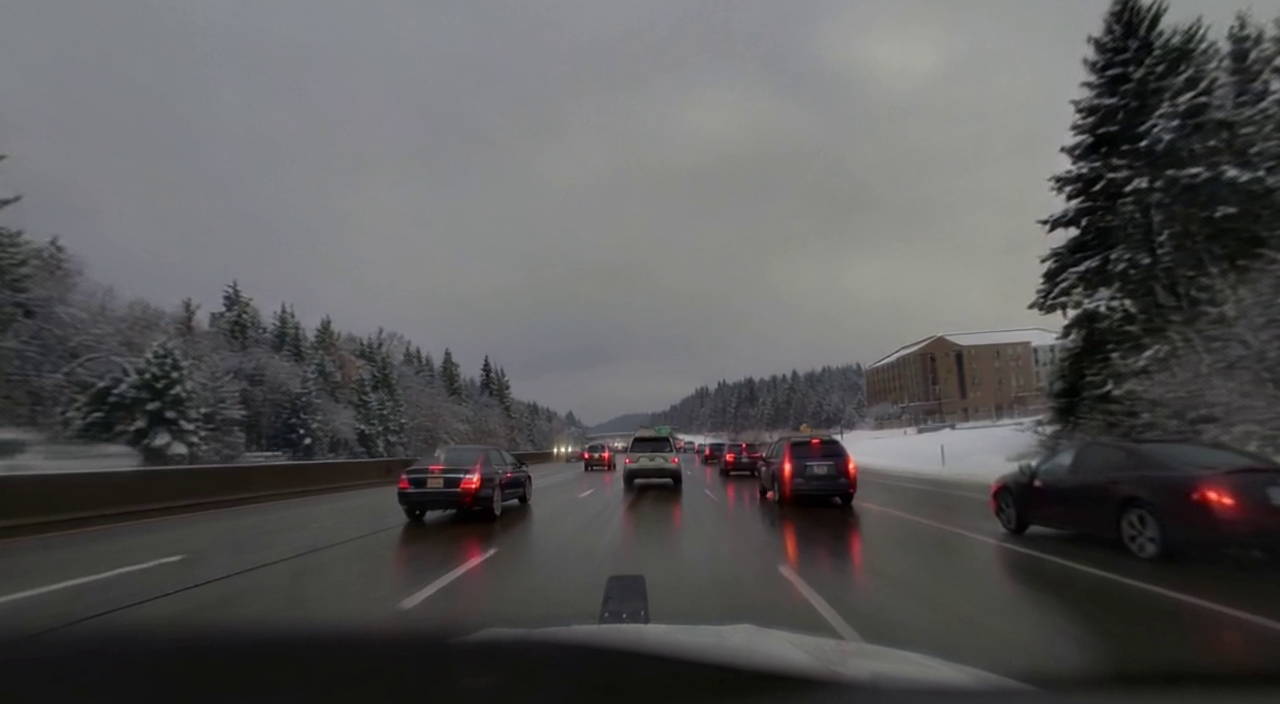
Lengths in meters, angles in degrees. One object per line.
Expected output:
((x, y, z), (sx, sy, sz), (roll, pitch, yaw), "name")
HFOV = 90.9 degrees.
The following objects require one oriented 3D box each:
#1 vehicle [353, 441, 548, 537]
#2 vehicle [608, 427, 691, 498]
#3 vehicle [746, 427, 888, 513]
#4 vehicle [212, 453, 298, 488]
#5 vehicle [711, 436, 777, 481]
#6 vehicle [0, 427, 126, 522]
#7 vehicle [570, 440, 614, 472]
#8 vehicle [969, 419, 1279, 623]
((-3.279, 2.466, 12.183), (1.965, 1.443, 4.968), (-1, -8, 4), "vehicle")
((0.331, 3.218, 18.728), (2.153, 1.805, 4.631), (-1, -8, 2), "vehicle")
((3.930, 2.699, 14.955), (2.156, 1.701, 4.494), (-1, -8, 2), "vehicle")
((-20.403, 6.243, 33.624), (1.845, 1.668, 4.080), (-1, -8, 2), "vehicle")
((4.206, 4.369, 26.126), (2.094, 1.676, 4.309), (-1, -8, 2), "vehicle")
((-13.922, 2.444, 12.488), (2.367, 1.874, 5.816), (-1, -8, 3), "vehicle")
((-2.669, 5.932, 36.148), (1.951, 1.694, 4.188), (-1, -8, 3), "vehicle")
((5.737, 1.549, 6.791), (2.053, 1.473, 4.383), (-1, -8, 1), "vehicle")
